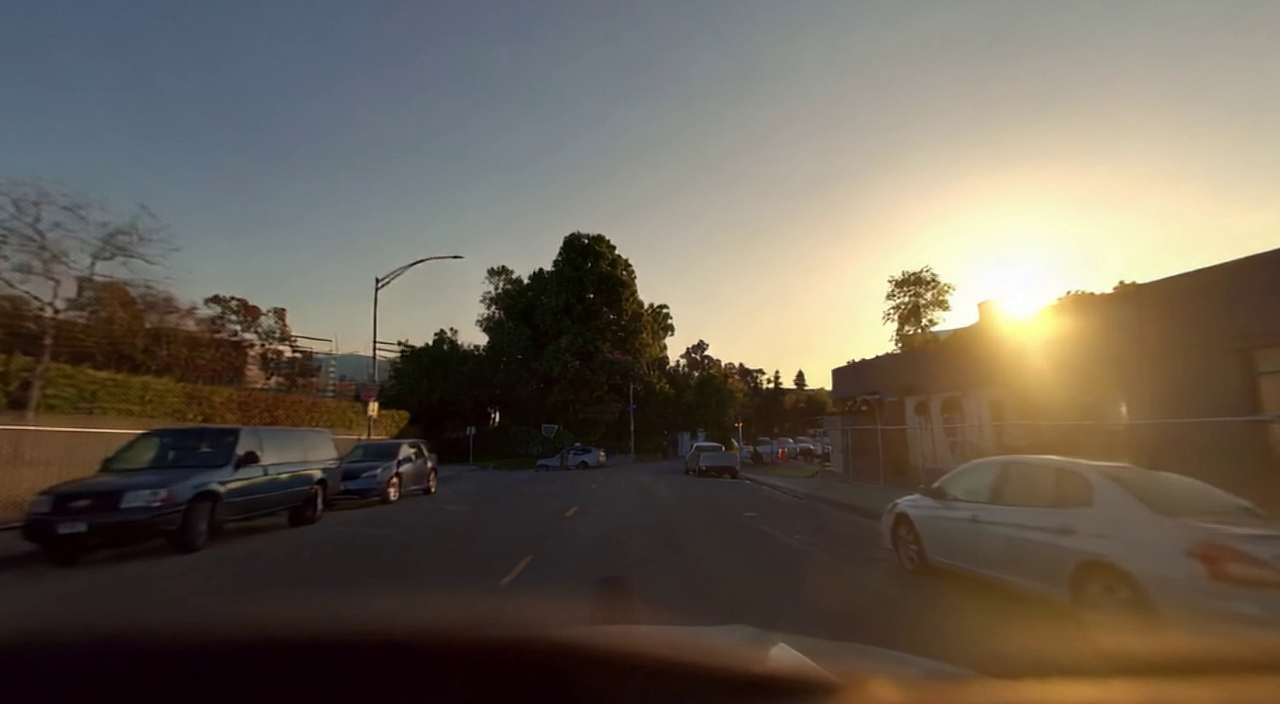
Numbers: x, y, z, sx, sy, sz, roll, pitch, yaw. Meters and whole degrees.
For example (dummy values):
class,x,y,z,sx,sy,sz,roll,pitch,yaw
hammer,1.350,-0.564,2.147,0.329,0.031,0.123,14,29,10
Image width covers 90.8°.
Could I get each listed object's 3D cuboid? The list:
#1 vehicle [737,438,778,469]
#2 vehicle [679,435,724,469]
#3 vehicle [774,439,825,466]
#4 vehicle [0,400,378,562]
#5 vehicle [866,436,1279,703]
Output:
class,x,y,z,sx,sy,sz,roll,pitch,yaw
vehicle,7.365,6.449,39.882,1.911,1.685,3.764,3,-12,0
vehicle,3.646,6.058,38.496,2.158,1.900,5.376,0,-8,-1
vehicle,10.124,6.378,40.347,1.980,1.606,4.097,1,-8,-4
vehicle,-6.845,1.982,10.587,2.504,1.919,5.658,-1,-8,0
vehicle,3.989,1.543,5.726,2.050,1.475,4.613,2,-7,-2
